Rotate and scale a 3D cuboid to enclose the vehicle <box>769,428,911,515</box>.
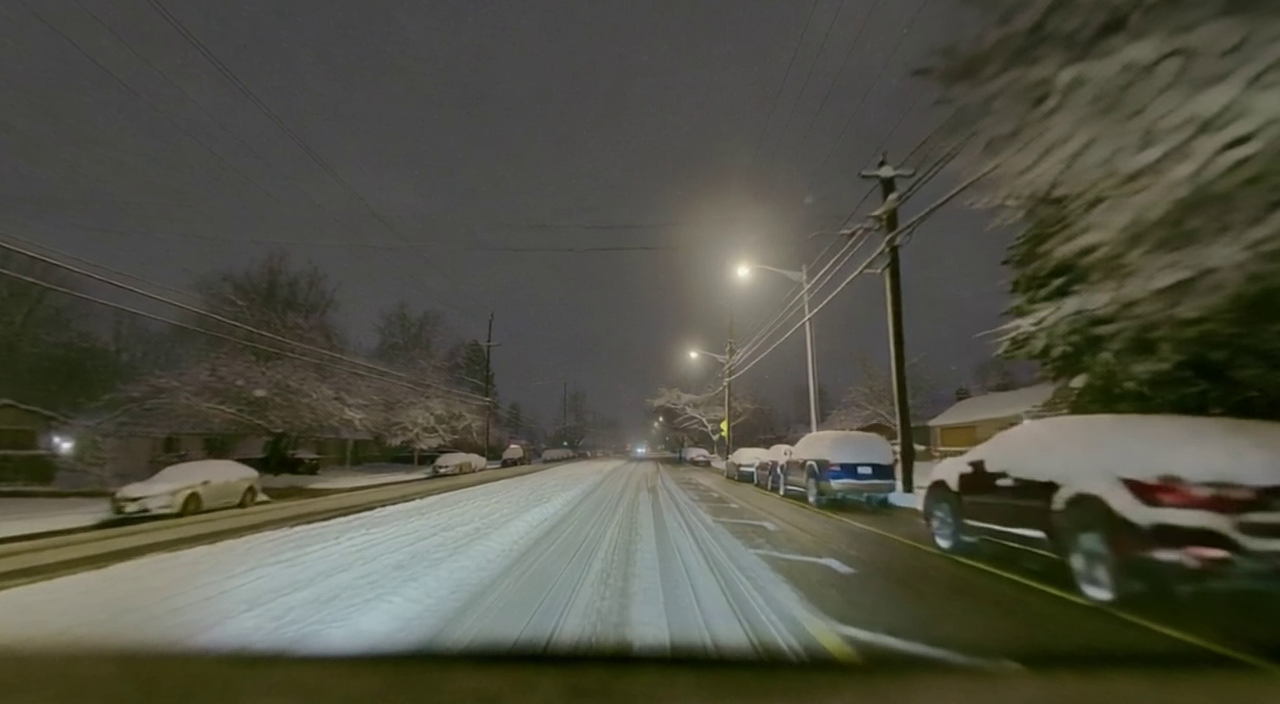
[{"bbox_3d":[4.980,3.047,16.545,2.123,1.928,4.752,0,-9,-1],"label":"vehicle"}]

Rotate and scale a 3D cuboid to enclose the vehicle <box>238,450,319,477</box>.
[{"bbox_3d":[-22.223,6.875,38.788,3.745,1.598,1.927,1,-9,-4],"label":"vehicle"}]

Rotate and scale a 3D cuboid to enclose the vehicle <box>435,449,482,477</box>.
[{"bbox_3d":[-12.321,7.572,43.030,1.999,1.650,4.381,-3,-9,-2],"label":"vehicle"}]

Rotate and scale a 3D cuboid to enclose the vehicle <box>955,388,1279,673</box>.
[{"bbox_3d":[5.220,1.430,5.852,2.033,1.845,4.940,0,-9,0],"label":"vehicle"}]

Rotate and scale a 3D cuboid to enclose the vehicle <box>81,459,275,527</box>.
[{"bbox_3d":[-12.168,3.702,17.024,1.865,1.479,4.325,0,-8,2],"label":"vehicle"}]
